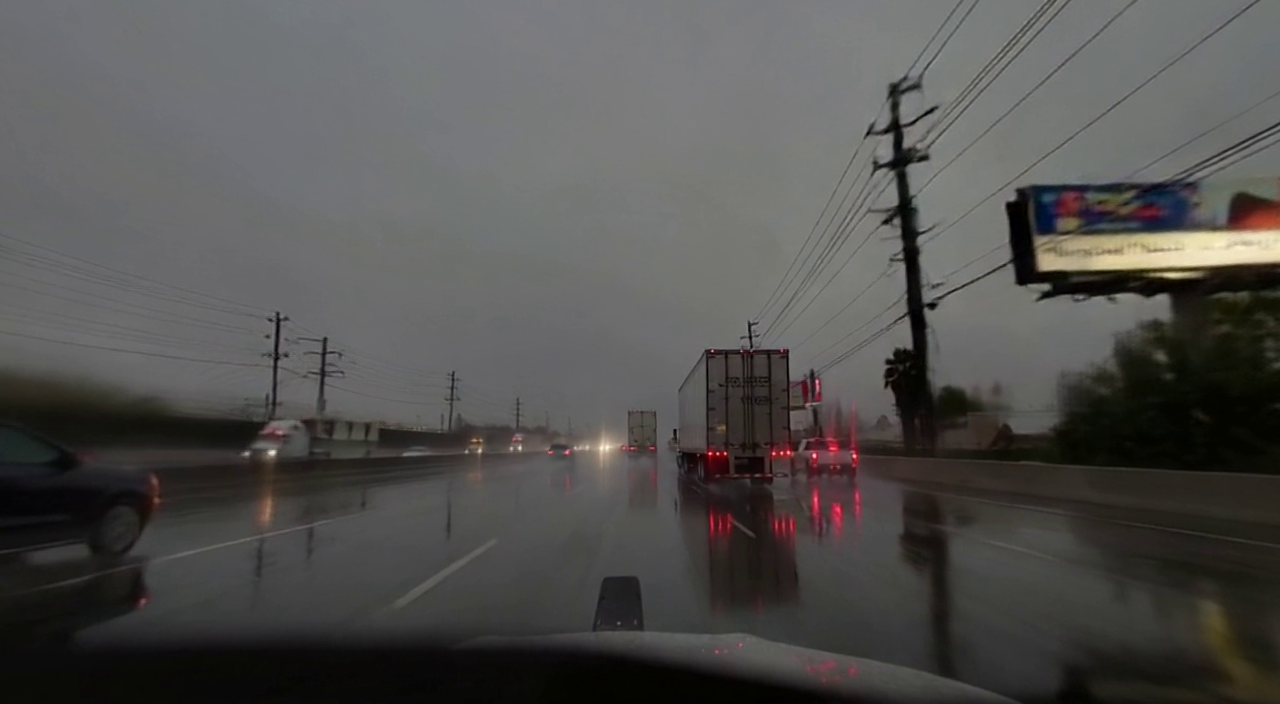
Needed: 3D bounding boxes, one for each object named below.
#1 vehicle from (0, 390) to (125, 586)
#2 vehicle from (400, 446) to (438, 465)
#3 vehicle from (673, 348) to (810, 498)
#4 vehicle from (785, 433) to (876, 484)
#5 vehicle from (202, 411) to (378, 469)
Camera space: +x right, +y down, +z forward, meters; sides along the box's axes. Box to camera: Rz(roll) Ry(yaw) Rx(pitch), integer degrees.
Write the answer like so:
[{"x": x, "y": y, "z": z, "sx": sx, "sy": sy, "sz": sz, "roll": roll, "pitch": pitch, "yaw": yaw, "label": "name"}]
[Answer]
[{"x": -7.108, "y": 1.151, "z": 5.038, "sx": 2.004, "sy": 1.846, "sz": 4.739, "roll": 0, "pitch": -9, "yaw": -1, "label": "vehicle"}, {"x": -16.739, "y": 7.873, "z": 48.158, "sx": 1.499, "sy": 1.359, "sz": 3.461, "roll": -1, "pitch": -9, "yaw": 3, "label": "vehicle"}, {"x": 3.229, "y": 3.184, "z": 25.809, "sx": 2.892, "sy": 4.152, "sz": 16.575, "roll": 0, "pitch": -9, "yaw": 0, "label": "vehicle"}, {"x": 7.471, "y": 4.216, "z": 25.363, "sx": 2.115, "sy": 1.844, "sz": 4.522, "roll": 0, "pitch": -9, "yaw": -1, "label": "vehicle"}, {"x": -24.720, "y": 6.646, "z": 46.979, "sx": 2.979, "sy": 3.485, "sz": 17.978, "roll": 0, "pitch": -9, "yaw": 0, "label": "vehicle"}]
